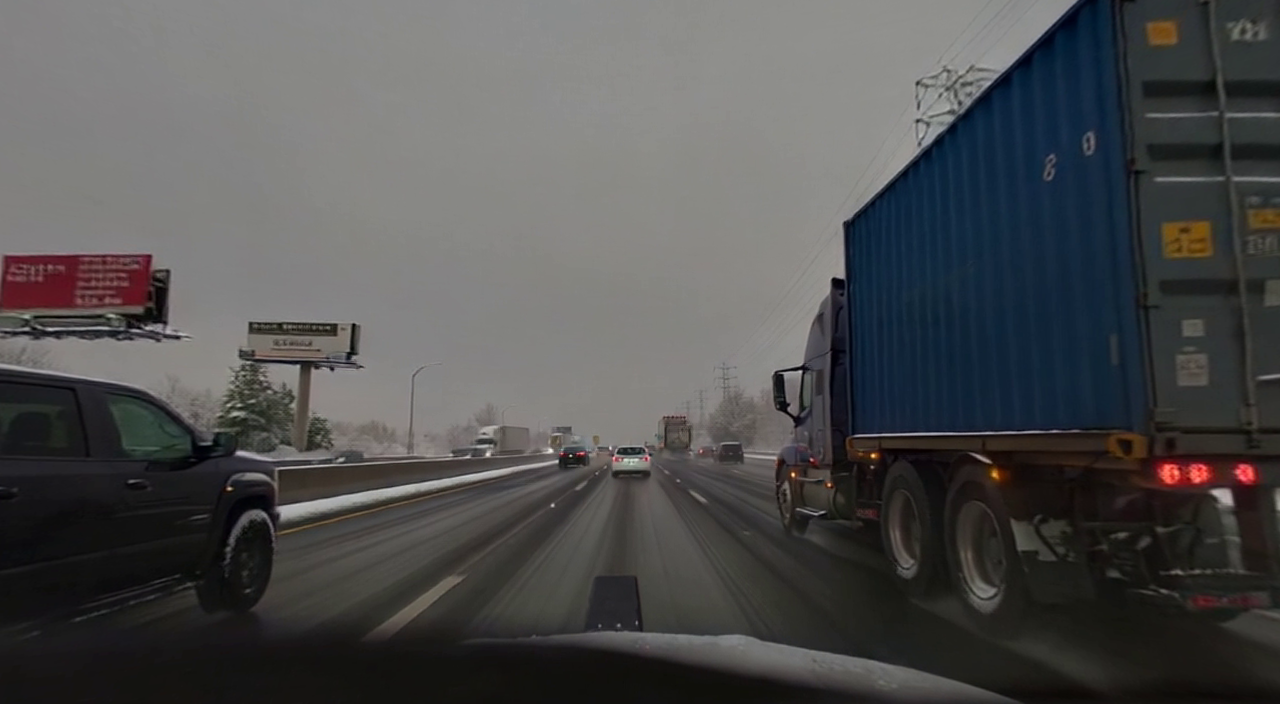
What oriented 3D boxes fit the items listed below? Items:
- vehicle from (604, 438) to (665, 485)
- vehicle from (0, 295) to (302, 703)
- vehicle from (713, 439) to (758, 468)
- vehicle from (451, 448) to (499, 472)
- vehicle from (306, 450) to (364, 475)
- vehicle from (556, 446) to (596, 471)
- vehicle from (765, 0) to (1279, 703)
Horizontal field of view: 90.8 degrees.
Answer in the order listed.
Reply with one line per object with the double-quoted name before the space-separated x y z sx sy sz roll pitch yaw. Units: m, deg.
"vehicle" -0.214 4.294 25.039 2.191 1.685 4.015 0 -9 0
"vehicle" -4.171 0.691 2.463 2.323 2.046 6.006 0 -9 1
"vehicle" 6.964 7.475 46.731 2.302 1.973 5.502 0 -9 -1
"vehicle" -10.981 7.183 42.370 2.054 1.489 4.507 0 -9 0
"vehicle" -21.142 7.650 43.989 1.980 1.588 4.097 0 -9 -1
"vehicle" -3.944 6.670 39.820 2.025 1.498 4.675 0 -9 0
"vehicle" 3.429 0.218 5.075 3.013 3.940 7.933 0 -9 -1
